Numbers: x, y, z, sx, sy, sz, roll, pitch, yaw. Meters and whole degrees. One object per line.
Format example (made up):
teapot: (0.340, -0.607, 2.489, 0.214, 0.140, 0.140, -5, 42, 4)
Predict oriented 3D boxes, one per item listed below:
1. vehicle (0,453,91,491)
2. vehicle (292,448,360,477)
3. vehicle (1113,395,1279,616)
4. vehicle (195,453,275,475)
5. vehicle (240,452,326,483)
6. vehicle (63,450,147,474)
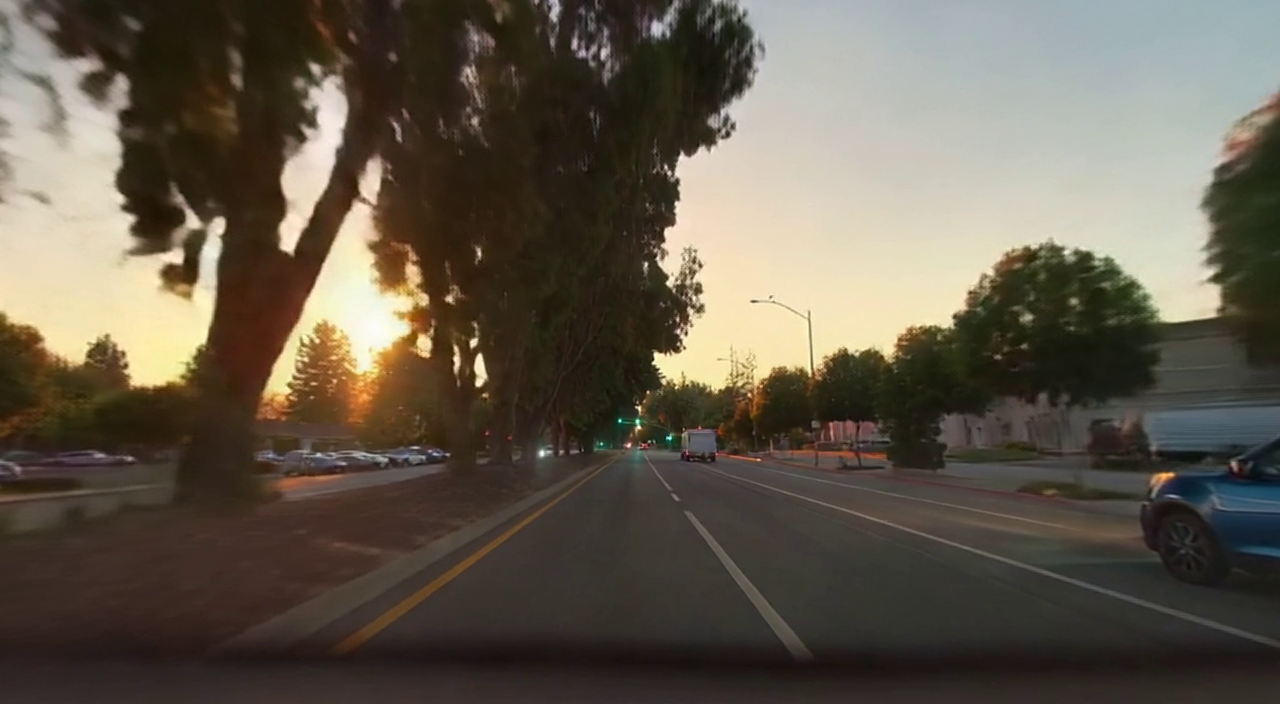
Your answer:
vehicle: (-28.475, 5.470, 28.935, 4.657, 1.636, 2.059, 0, -8, 0)
vehicle: (-19.653, 6.924, 39.784, 1.985, 1.667, 4.622, 0, -8, -1)
vehicle: (6.154, 1.140, 4.450, 2.012, 1.754, 4.635, 0, -8, 0)
vehicle: (-28.594, 7.894, 44.676, 4.382, 1.467, 1.902, 0, -8, 2)
vehicle: (-19.216, 6.203, 34.239, 2.048, 1.493, 4.588, 0, -8, -1)
vehicle: (-41.663, 8.551, 49.265, 4.562, 1.756, 2.075, 0, -9, 1)
